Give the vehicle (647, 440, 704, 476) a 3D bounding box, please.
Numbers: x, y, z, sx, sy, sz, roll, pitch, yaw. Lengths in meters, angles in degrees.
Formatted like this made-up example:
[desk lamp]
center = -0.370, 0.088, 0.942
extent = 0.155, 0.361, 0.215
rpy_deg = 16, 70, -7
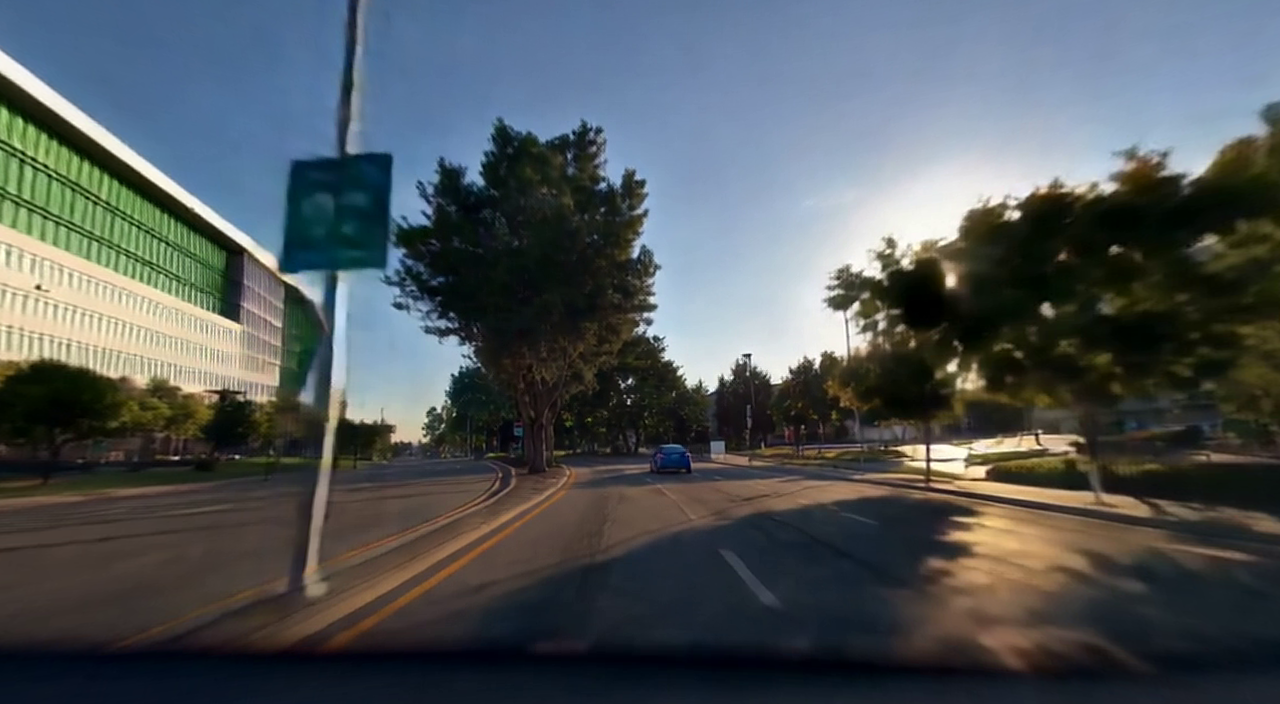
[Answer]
[vehicle]
center = 1.674, 5.244, 31.549
extent = 2.165, 1.633, 4.381
rpy_deg = 0, -8, -6
